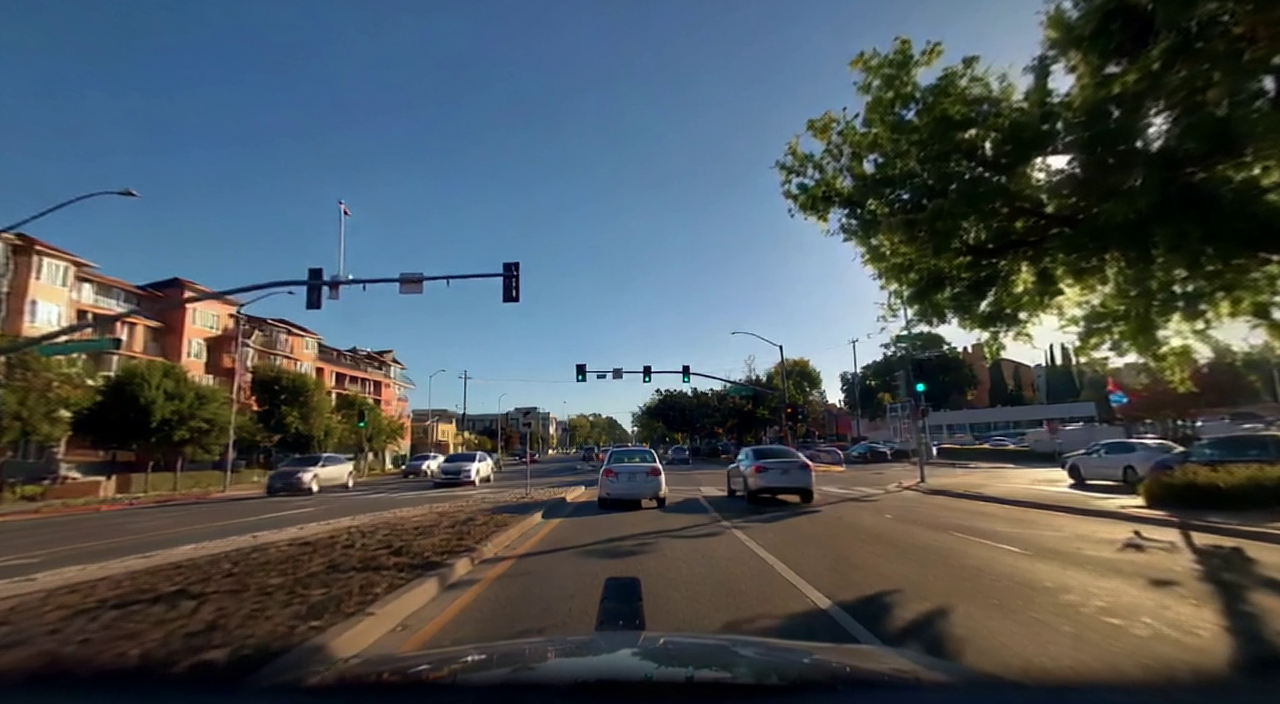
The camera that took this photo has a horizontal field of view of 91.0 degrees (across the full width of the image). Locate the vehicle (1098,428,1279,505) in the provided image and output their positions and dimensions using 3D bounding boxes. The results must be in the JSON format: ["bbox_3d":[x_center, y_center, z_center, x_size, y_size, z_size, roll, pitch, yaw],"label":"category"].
[{"bbox_3d":[13.059,2.582,14.563,1.887,1.504,3.898,0,-9,-2],"label":"vehicle"}]

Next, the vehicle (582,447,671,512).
[{"bbox_3d":[-0.326,3.182,16.248,2.010,1.447,4.121,0,-9,-1],"label":"vehicle"}]

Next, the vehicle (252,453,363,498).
[{"bbox_3d":[-12.362,4.579,23.720,1.904,1.475,4.068,0,-9,1],"label":"vehicle"}]

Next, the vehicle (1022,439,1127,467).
[{"bbox_3d":[25.973,6.042,37.781,4.665,1.612,1.937,-1,-9,8],"label":"vehicle"}]

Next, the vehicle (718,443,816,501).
[{"bbox_3d":[3.616,3.478,18.673,2.023,1.506,3.816,0,-9,-1],"label":"vehicle"}]

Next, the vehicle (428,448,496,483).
[{"bbox_3d":[-8.571,5.460,30.675,1.966,1.571,4.479,0,-9,1],"label":"vehicle"}]

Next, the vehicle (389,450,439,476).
[{"bbox_3d":[-15.996,7.842,44.684,1.922,1.717,4.366,0,-9,0],"label":"vehicle"}]
